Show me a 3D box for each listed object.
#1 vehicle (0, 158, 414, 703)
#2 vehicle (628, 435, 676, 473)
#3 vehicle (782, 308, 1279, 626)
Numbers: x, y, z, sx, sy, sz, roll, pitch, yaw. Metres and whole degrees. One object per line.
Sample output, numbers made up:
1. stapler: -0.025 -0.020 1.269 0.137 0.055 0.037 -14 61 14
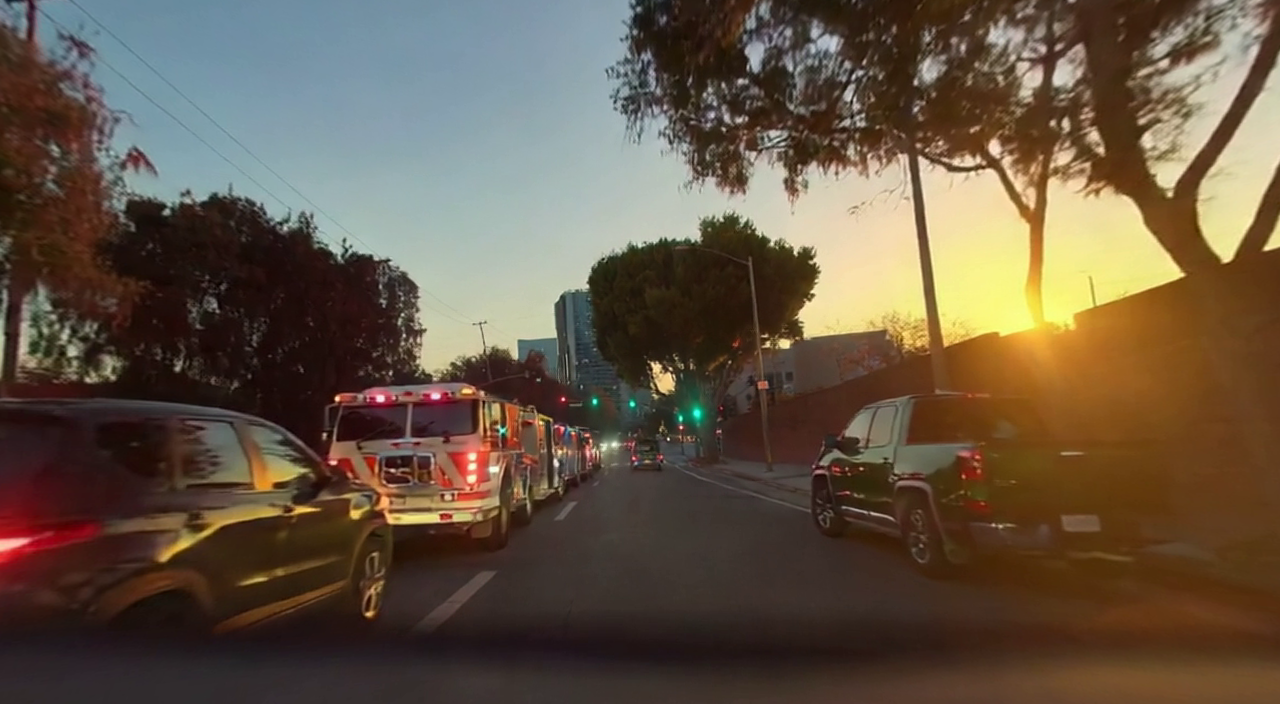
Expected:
1. vehicle: -2.798 0.590 1.816 2.458 2.027 4.831 0 -9 0
2. vehicle: 0.550 5.410 33.712 2.332 1.831 4.930 0 -8 -2
3. vehicle: 4.027 1.237 7.523 3.411 2.429 5.271 0 -9 0
